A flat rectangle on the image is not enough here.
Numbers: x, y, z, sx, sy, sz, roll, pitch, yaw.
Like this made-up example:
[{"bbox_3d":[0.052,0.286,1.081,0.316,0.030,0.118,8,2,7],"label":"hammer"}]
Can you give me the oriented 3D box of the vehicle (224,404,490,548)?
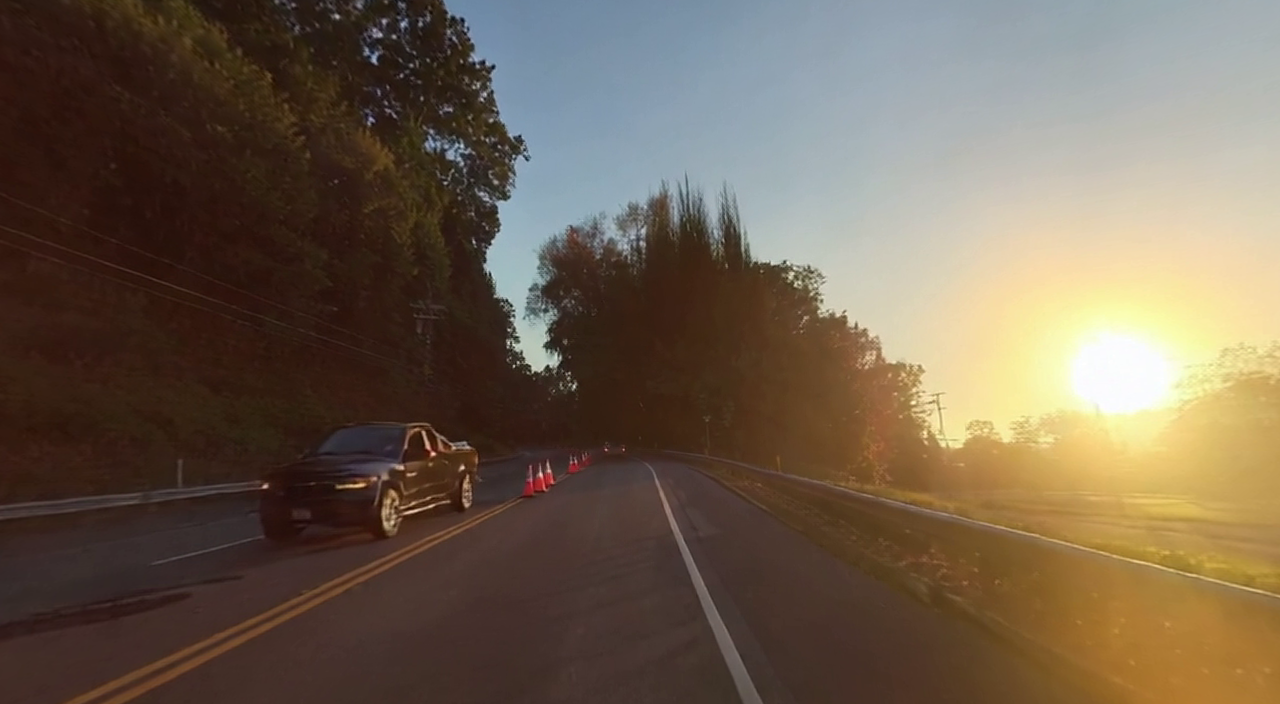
[{"bbox_3d":[-4.522,2.080,11.425,2.128,1.944,5.555,0,-8,1],"label":"vehicle"}]
